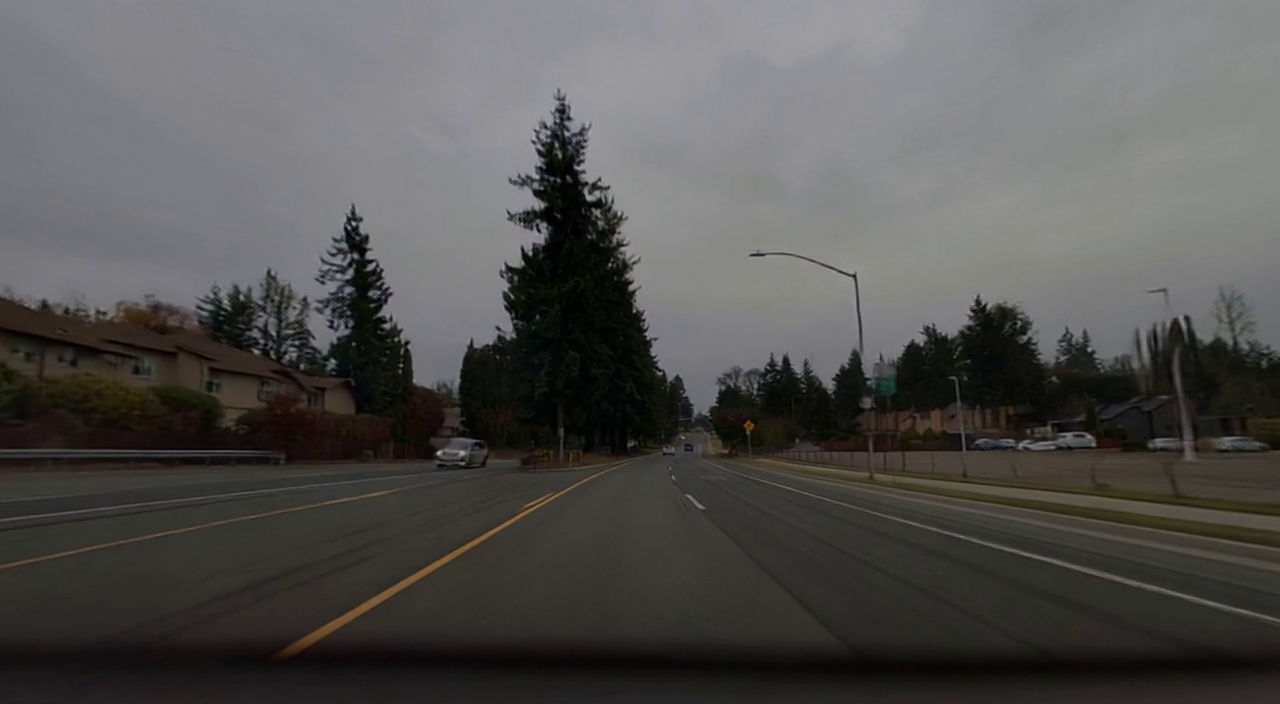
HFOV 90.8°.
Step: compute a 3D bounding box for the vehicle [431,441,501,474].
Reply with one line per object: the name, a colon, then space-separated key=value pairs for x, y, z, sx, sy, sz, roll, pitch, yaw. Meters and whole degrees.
vehicle: x=-9.341 y=5.687 z=34.297 sx=2.181 sy=1.635 sz=4.542 roll=-1 pitch=-8 yaw=4
